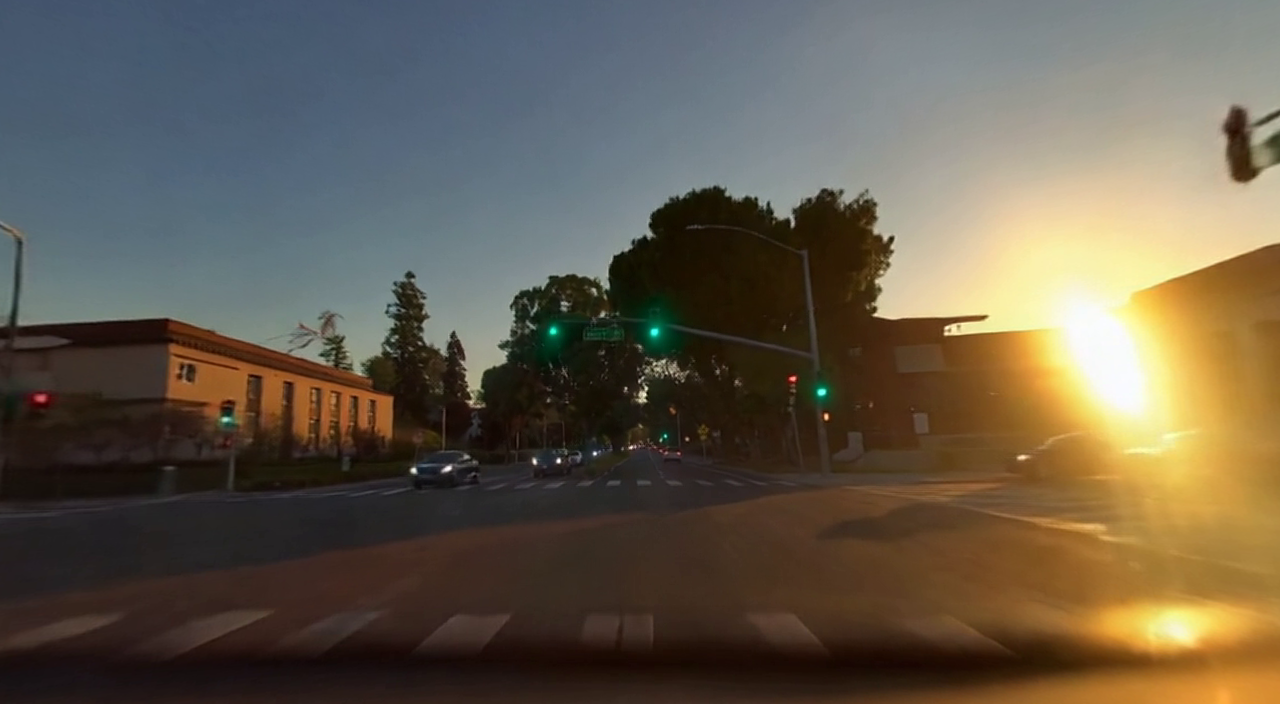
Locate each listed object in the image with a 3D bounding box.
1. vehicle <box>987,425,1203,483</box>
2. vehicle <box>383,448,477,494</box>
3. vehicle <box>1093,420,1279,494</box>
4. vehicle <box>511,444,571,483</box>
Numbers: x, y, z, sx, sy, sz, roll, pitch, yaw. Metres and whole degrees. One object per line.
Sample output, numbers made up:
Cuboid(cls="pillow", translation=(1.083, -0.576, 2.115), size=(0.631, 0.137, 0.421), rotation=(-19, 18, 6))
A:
Cuboid(cls="vehicle", translation=(13.224, 2.995, 18.592), size=(4.668, 1.568, 2.111), rotation=(0, -8, 2))
Cuboid(cls="vehicle", translation=(-7.598, 4.323, 23.287), size=(1.974, 1.521, 4.197), rotation=(0, -9, 0))
Cuboid(cls="vehicle", translation=(14.196, 2.509, 15.429), size=(4.634, 1.449, 1.936), rotation=(-3, -7, 0))
Cuboid(cls="vehicle", translation=(-4.696, 5.304, 30.384), size=(2.070, 1.481, 4.266), rotation=(-5, -7, 0))
